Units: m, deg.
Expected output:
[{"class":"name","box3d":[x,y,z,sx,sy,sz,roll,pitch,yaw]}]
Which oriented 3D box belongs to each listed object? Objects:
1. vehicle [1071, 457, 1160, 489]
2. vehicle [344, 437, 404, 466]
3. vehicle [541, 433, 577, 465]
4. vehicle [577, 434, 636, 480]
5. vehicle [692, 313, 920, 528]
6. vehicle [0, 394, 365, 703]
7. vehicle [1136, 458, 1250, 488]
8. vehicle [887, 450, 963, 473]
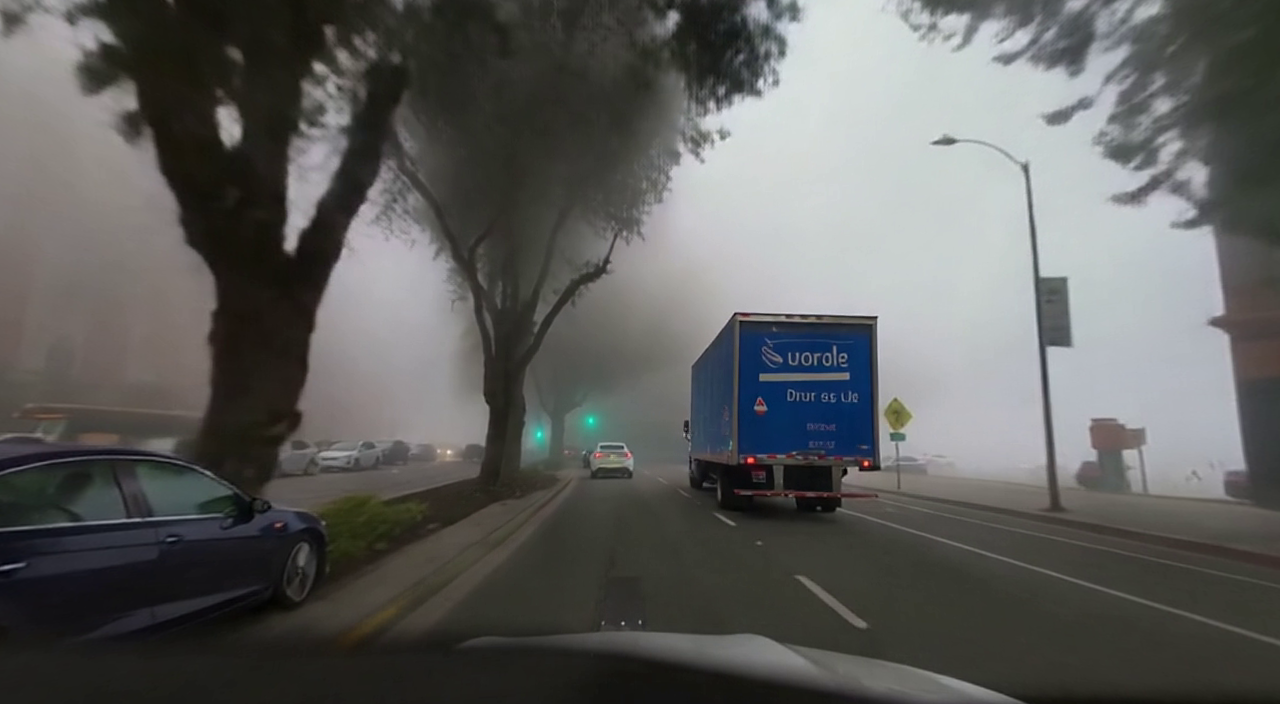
[{"class":"vehicle","box3d":[25.338,6.393,33.449,4.391,1.492,1.972,4,-10,-28]},{"class":"vehicle","box3d":[-17.654,6.648,42.011,2.101,1.813,5.343,1,-9,-5]},{"class":"vehicle","box3d":[-5.868,7.104,46.111,2.269,2.181,5.787,1,-9,-4]},{"class":"vehicle","box3d":[-1.482,4.527,27.411,2.388,1.811,4.455,1,-9,-4]},{"class":"vehicle","box3d":[3.140,1.747,14.879,2.905,3.644,8.441,0,-9,-1]},{"class":"vehicle","box3d":[-3.646,1.128,3.901,1.828,1.515,4.422,0,-9,0]},{"class":"vehicle","box3d":[31.750,6.918,36.227,1.838,1.507,4.518,3,-9,-16]},{"class":"vehicle","box3d":[19.680,7.531,43.348,4.684,1.477,2.079,4,-9,-24]}]
